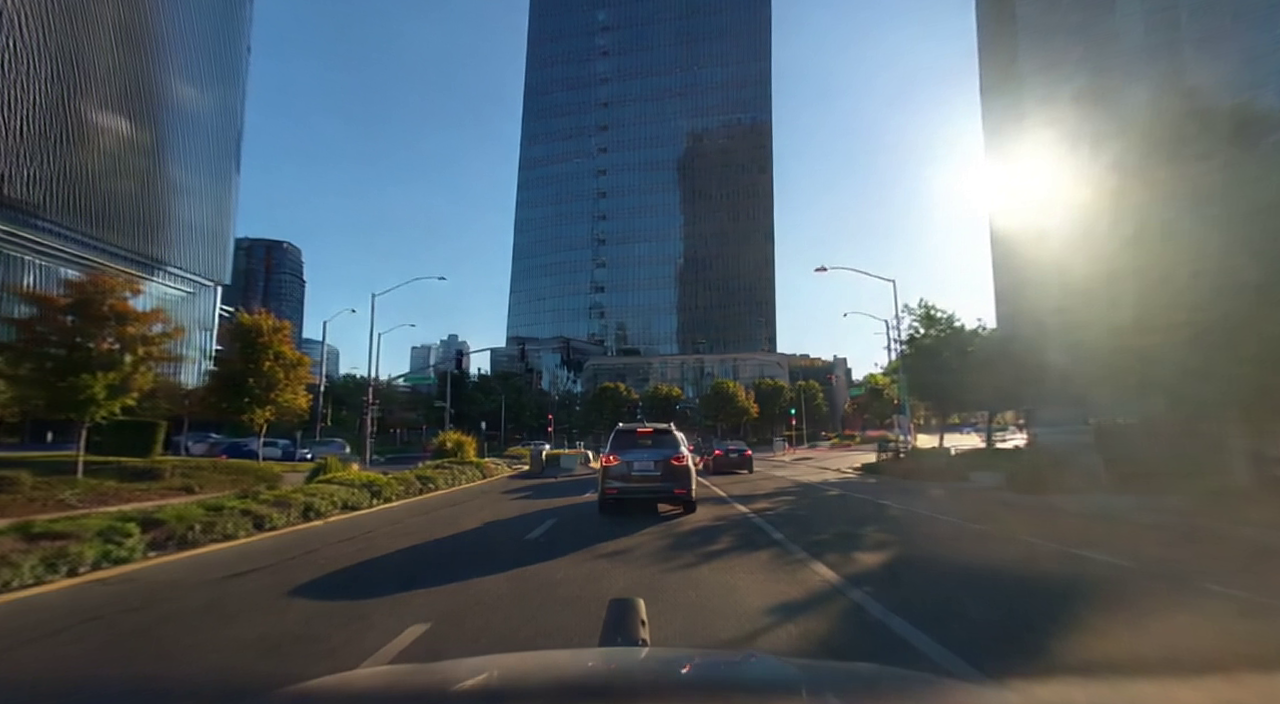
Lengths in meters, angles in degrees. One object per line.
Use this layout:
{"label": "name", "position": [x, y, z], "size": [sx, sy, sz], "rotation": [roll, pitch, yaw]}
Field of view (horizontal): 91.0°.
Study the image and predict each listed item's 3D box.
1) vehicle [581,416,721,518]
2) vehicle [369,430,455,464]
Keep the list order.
{"label": "vehicle", "position": [0.223, 2.491, 14.078], "size": [2.601, 1.878, 4.535], "rotation": [0, -9, 0]}
{"label": "vehicle", "position": [-16.691, 6.924, 45.913], "size": [6.448, 2.310, 2.717], "rotation": [-6, -11, 37]}
